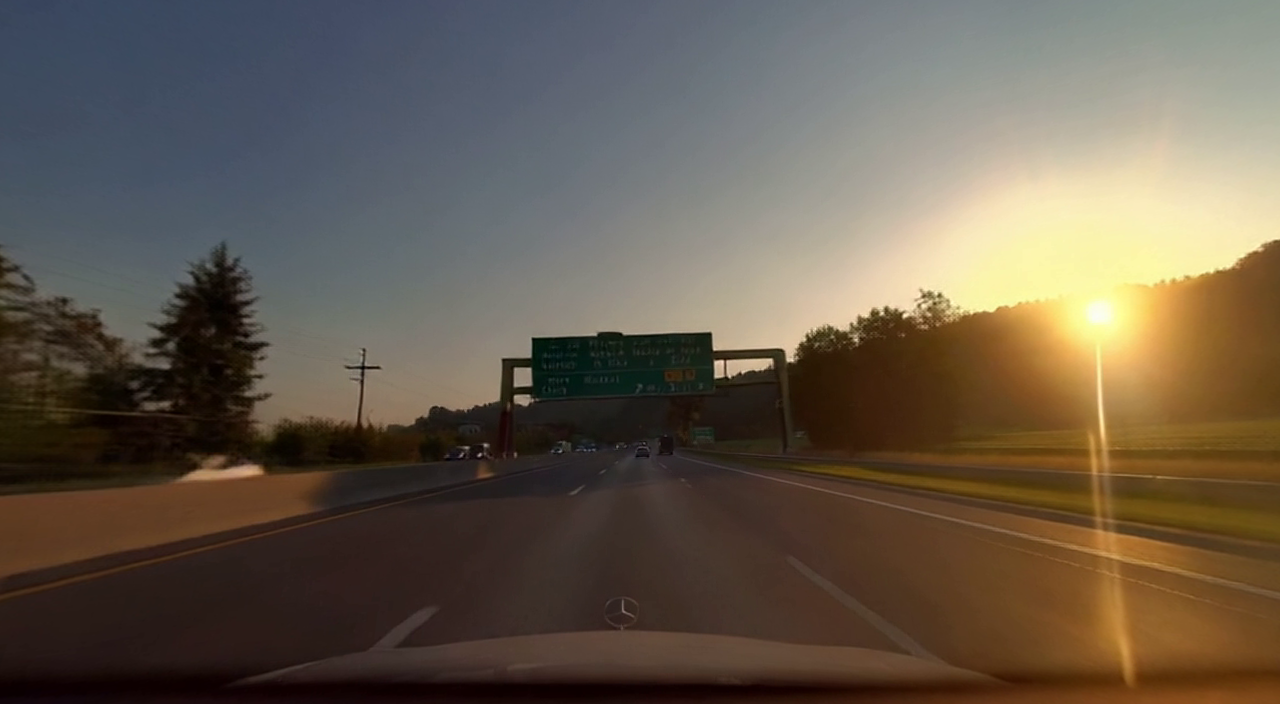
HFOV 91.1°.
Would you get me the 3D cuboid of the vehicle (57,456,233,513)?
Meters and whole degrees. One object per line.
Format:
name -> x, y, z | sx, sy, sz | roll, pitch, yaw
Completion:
vehicle -> -15.276, 4.077, 19.806 | 1.908, 1.500, 4.475 | -1, -9, 0
